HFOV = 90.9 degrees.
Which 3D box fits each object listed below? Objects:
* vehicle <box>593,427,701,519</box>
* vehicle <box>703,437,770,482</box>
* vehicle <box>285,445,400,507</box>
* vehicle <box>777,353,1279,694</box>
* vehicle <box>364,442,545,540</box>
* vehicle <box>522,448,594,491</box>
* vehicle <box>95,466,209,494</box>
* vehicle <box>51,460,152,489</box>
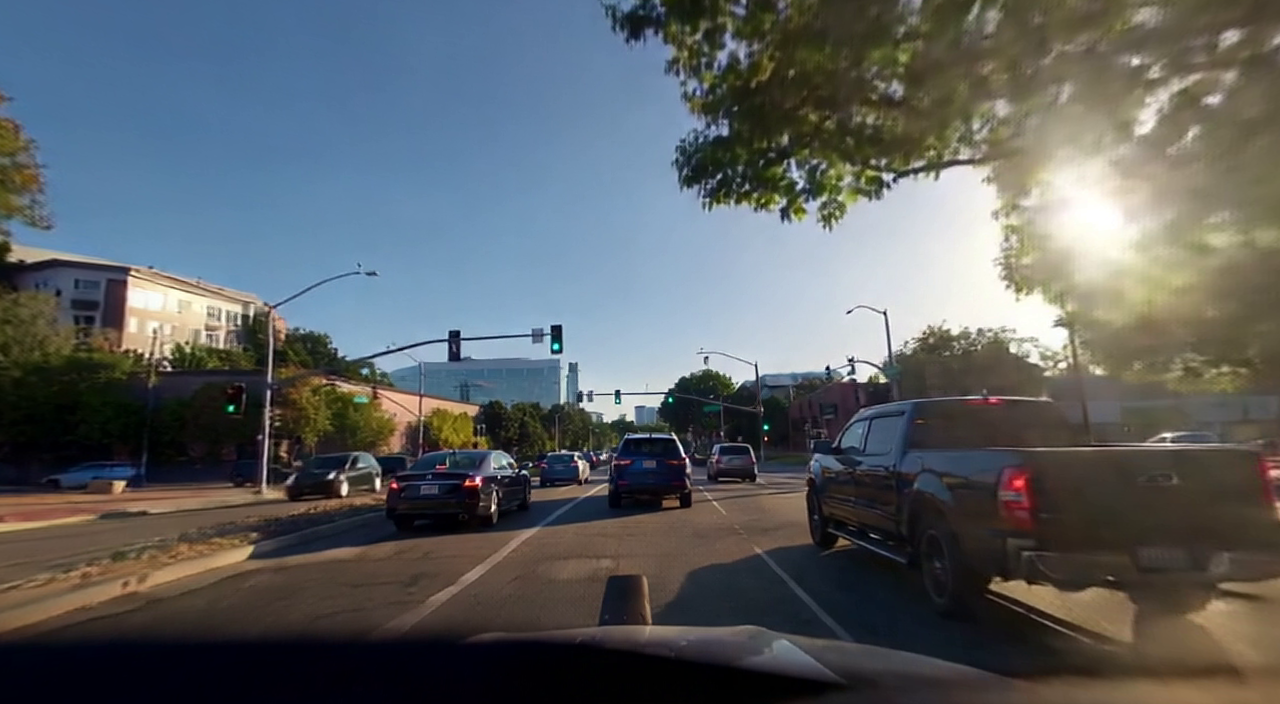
[{"bbox_3d":[0.172,2.663,14.369,2.113,1.768,3.901,0,-8,1],"label":"vehicle"},{"bbox_3d":[4.369,4.982,29.563,2.408,1.908,5.355,0,-9,2],"label":"vehicle"},{"bbox_3d":[-10.129,4.201,21.961,2.099,1.813,4.583,-1,-8,-5],"label":"vehicle"},{"bbox_3d":[3.315,1.353,6.422,2.571,1.857,5.841,0,-8,1],"label":"vehicle"},{"bbox_3d":[-3.207,2.480,12.082,1.909,1.476,4.751,0,-8,1],"label":"vehicle"},{"bbox_3d":[-3.010,4.405,24.125,2.072,1.450,4.612,0,-8,1],"label":"vehicle"},{"bbox_3d":[-29.353,7.703,38.045,5.100,1.533,2.032,0,-8,-1],"label":"vehicle"},{"bbox_3d":[-35.991,8.203,42.269,4.606,1.867,2.226,0,-11,-1],"label":"vehicle"}]
